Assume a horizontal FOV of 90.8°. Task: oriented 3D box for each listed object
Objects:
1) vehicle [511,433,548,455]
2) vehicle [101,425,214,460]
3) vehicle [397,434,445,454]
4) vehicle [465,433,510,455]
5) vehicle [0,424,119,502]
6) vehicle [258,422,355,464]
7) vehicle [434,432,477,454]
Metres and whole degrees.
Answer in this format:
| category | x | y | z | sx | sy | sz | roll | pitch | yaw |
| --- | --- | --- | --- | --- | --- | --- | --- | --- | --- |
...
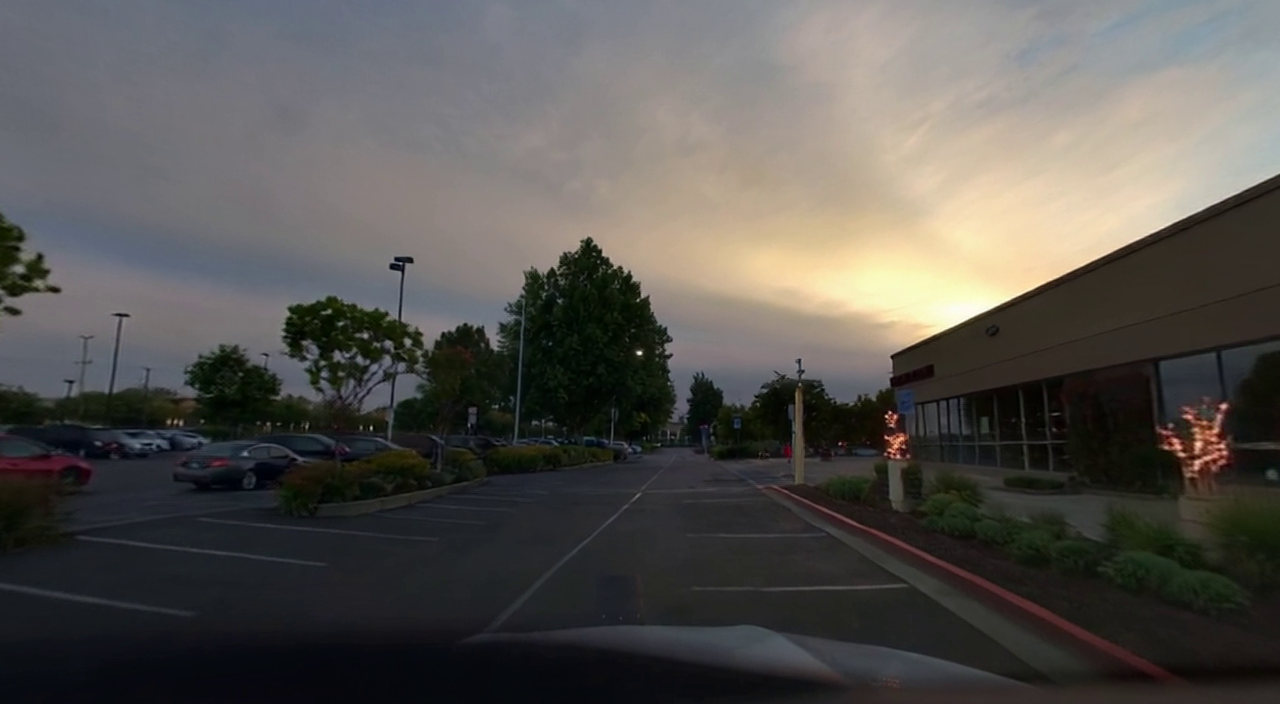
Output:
| category | x | y | z | sx | sy | sz | roll | pitch | yaw |
| --- | --- | --- | --- | --- | --- | --- | --- | --- | --- |
| vehicle | -8.657 | 7.248 | 49.863 | 1.892 | 1.597 | 4.259 | -1 | -8 | 3 |
| vehicle | -24.211 | 4.583 | 31.953 | 1.876 | 1.591 | 4.470 | -1 | -8 | 6 |
| vehicle | -17.197 | 7.225 | 49.793 | 1.909 | 1.474 | 3.908 | -1 | -8 | 8 |
| vehicle | -11.837 | 7.197 | 49.300 | 1.928 | 1.613 | 4.197 | -1 | -8 | 8 |
| vehicle | -12.809 | 2.093 | 11.956 | 1.847 | 1.443 | 4.484 | -1 | -8 | 4 |
| vehicle | -16.361 | 4.498 | 31.337 | 1.972 | 1.923 | 4.535 | -1 | -8 | 6 |
| vehicle | -14.437 | 7.150 | 49.555 | 1.902 | 1.645 | 3.903 | -1 | -8 | 5 |
